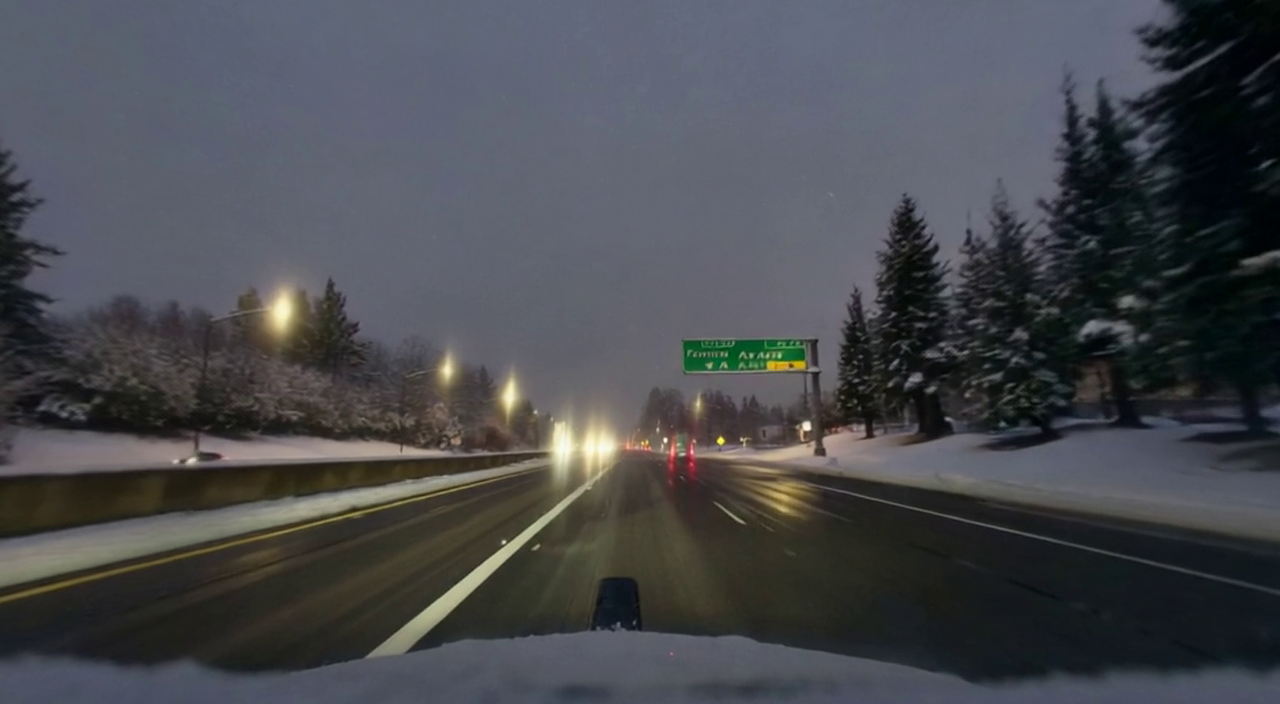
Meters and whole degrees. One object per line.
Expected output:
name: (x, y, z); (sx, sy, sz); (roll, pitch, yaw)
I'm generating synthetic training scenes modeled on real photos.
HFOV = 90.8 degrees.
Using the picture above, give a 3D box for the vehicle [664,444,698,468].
vehicle: (3.071, 7.902, 48.319); (2.083, 1.643, 4.565); (1, -8, -2)
